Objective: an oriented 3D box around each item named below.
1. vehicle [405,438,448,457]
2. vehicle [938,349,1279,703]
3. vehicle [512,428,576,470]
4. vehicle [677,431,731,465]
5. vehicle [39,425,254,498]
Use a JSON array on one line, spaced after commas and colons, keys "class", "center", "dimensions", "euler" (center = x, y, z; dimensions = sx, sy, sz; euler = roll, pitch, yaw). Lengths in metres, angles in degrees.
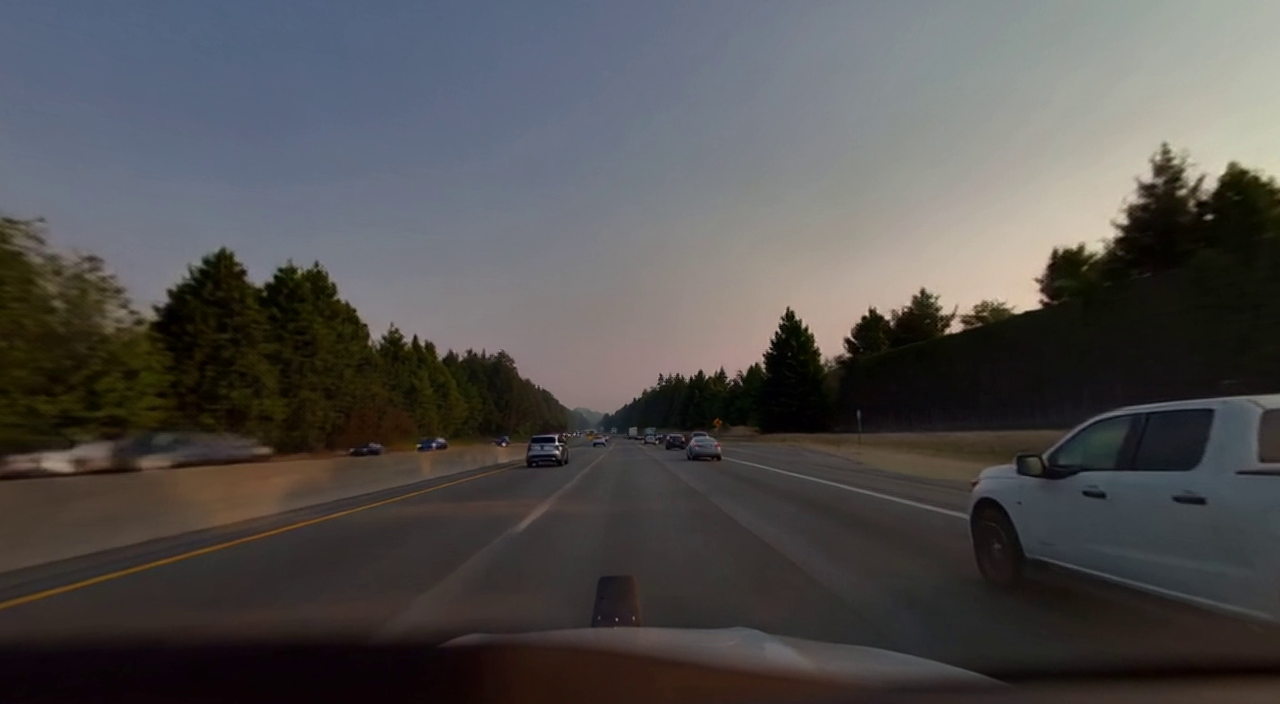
[{"class": "vehicle", "center": [-16.722, 7.459, 49.521], "dimensions": [1.863, 1.450, 4.406], "euler": [0, -8, -1]}, {"class": "vehicle", "center": [3.588, 0.875, 2.999], "dimensions": [1.949, 1.639, 4.748], "euler": [0, -8, -1]}, {"class": "vehicle", "center": [-3.960, 4.084, 26.792], "dimensions": [2.011, 1.614, 4.808], "euler": [0, -8, 0]}, {"class": "vehicle", "center": [2.917, 4.510, 29.729], "dimensions": [1.990, 1.480, 3.865], "euler": [1, -8, -2]}, {"class": "vehicle", "center": [-12.111, 2.690, 15.978], "dimensions": [1.906, 1.562, 4.429], "euler": [0, -8, -1]}]
